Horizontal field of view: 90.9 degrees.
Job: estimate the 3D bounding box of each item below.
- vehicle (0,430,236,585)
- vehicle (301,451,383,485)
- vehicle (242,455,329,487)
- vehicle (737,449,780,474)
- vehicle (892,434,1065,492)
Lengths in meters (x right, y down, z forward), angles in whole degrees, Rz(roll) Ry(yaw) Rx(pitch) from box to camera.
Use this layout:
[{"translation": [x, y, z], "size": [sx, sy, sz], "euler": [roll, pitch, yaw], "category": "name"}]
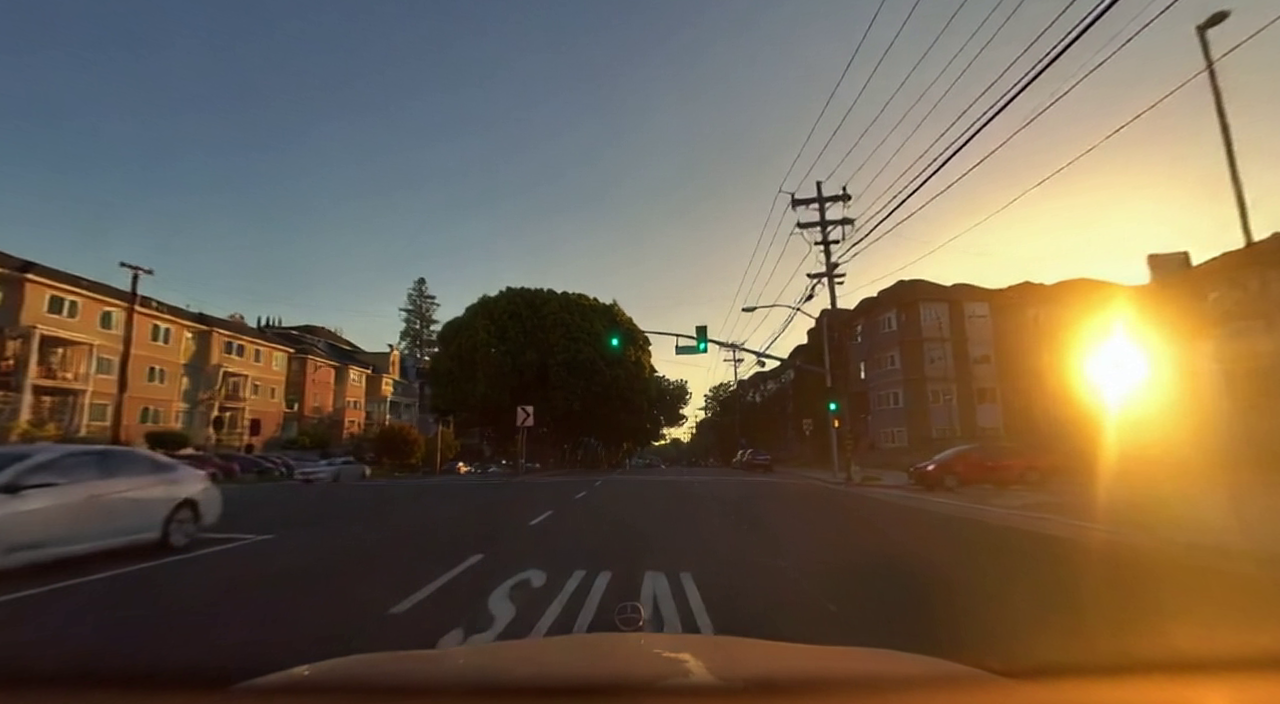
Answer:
[{"translation": [-7.092, 1.630, 6.986], "size": [1.953, 1.471, 4.744], "euler": [0, -8, 2], "category": "vehicle"}, {"translation": [-15.675, 6.100, 33.508], "size": [1.951, 1.595, 4.548], "euler": [-1, -8, 3], "category": "vehicle"}, {"translation": [-19.226, 6.458, 34.525], "size": [1.878, 1.561, 4.745], "euler": [0, -8, 2], "category": "vehicle"}, {"translation": [7.698, 7.175, 41.472], "size": [1.875, 1.481, 4.434], "euler": [0, -8, -1], "category": "vehicle"}, {"translation": [10.247, 3.371, 19.385], "size": [4.171, 1.654, 1.919], "euler": [-1, -8, 5], "category": "vehicle"}]
